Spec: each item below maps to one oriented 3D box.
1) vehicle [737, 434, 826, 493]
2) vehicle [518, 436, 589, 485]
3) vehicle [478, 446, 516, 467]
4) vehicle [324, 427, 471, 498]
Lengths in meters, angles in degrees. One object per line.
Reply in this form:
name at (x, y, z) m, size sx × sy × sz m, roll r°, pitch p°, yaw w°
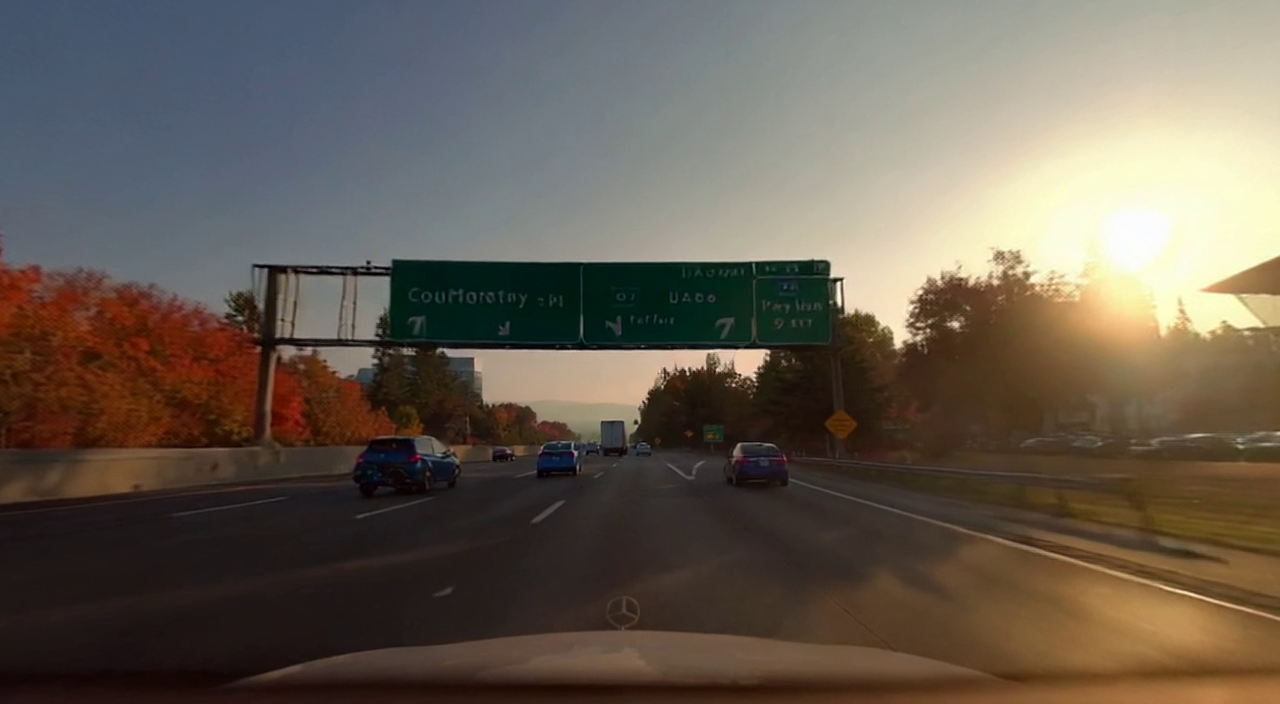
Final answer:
vehicle at (4.633, 3.698, 21.303) m, size 2.101 × 1.742 × 4.495 m, roll 0°, pitch -9°, yaw 2°
vehicle at (-3.317, 4.250, 25.004) m, size 2.111 × 1.742 × 4.315 m, roll 0°, pitch -9°, yaw 1°
vehicle at (-10.994, 8.016, 48.636) m, size 1.919 × 1.509 × 4.265 m, roll 0°, pitch -9°, yaw 0°
vehicle at (-7.155, 3.337, 19.369) m, size 2.314 × 1.842 × 5.279 m, roll 0°, pitch -9°, yaw 1°
